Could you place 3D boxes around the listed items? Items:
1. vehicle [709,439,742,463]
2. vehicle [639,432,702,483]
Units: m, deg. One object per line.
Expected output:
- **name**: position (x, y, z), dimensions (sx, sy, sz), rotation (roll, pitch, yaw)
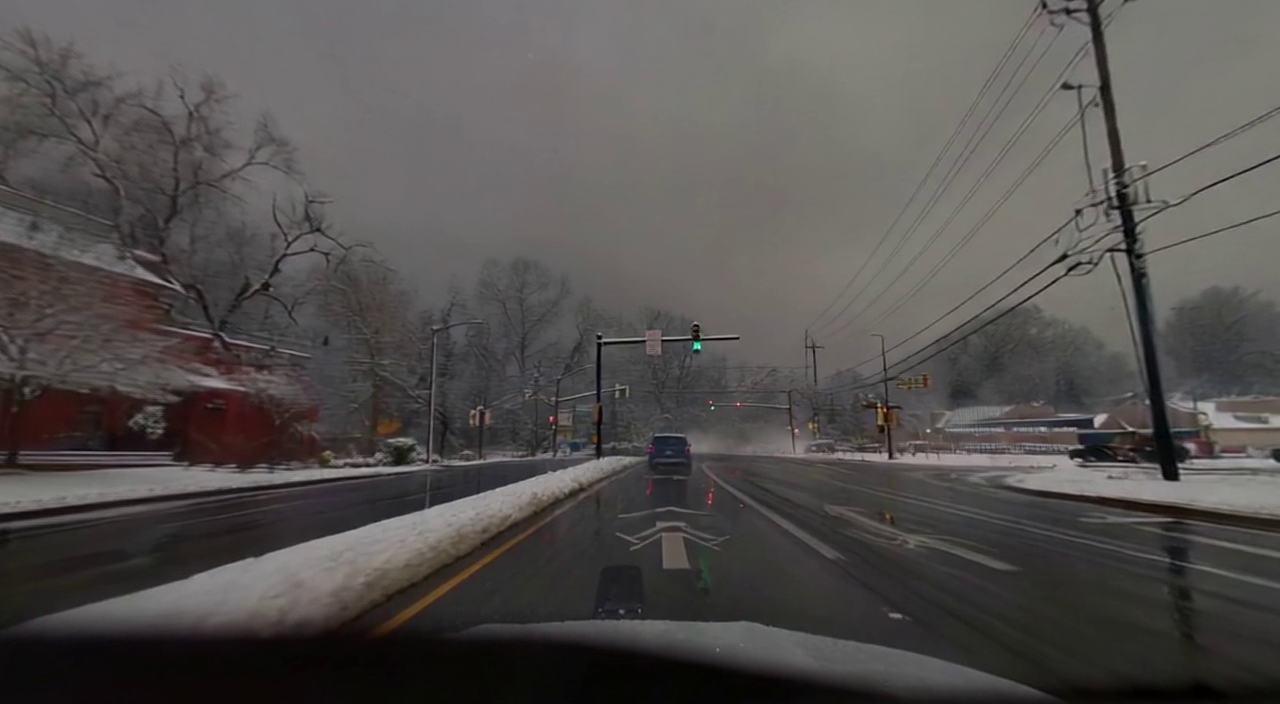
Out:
- **vehicle**: position (6.554, 7.653, 48.936), dimensions (2.273, 1.734, 5.120), rotation (-1, -9, 6)
- **vehicle**: position (1.101, 3.748, 22.593), dimensions (2.032, 1.621, 4.082), rotation (-1, -9, 3)
